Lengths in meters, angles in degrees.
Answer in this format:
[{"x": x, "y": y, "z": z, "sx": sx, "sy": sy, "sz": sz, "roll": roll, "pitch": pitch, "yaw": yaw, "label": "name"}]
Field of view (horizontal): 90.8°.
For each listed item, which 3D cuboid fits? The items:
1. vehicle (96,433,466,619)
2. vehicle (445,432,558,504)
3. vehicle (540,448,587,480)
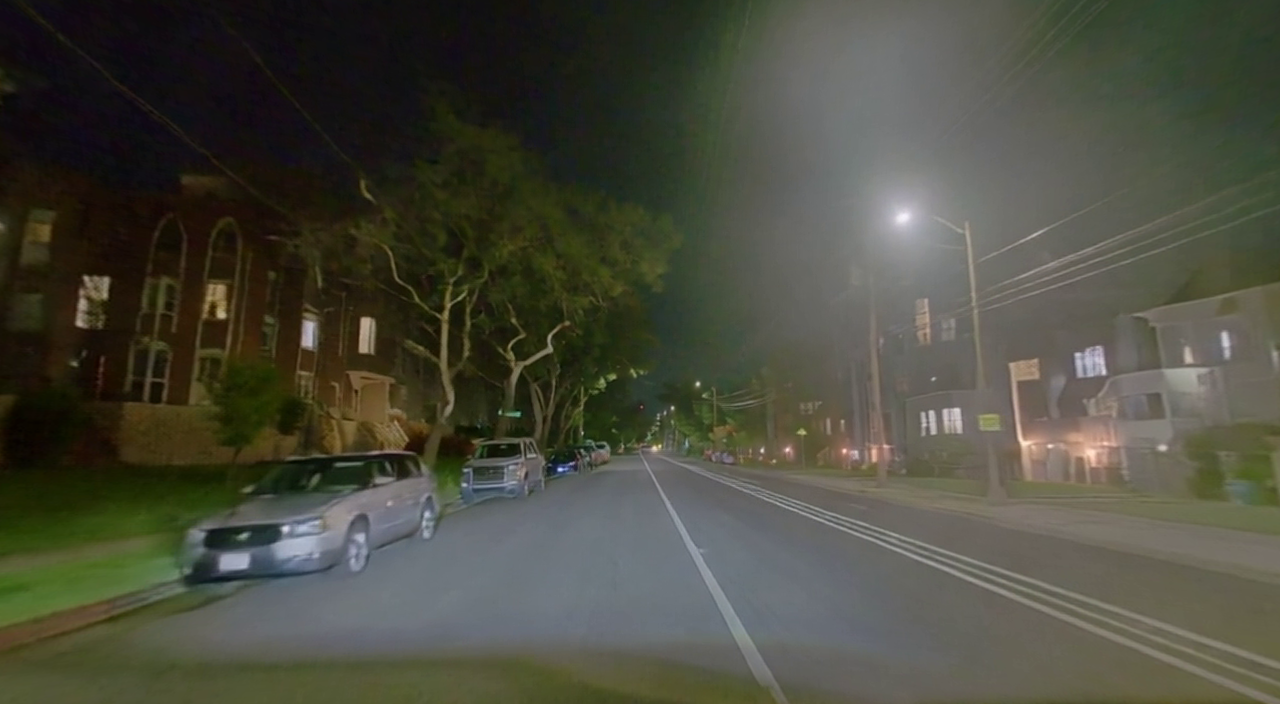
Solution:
[{"x": -3.708, "y": 1.830, "z": 7.783, "sx": 1.825, "sy": 1.542, "sz": 4.715, "roll": 0, "pitch": -8, "yaw": -1, "label": "vehicle"}, {"x": -4.055, "y": 3.520, "z": 19.681, "sx": 2.189, "sy": 1.887, "sz": 5.616, "roll": -1, "pitch": -9, "yaw": 1, "label": "vehicle"}, {"x": -4.021, "y": 6.016, "z": 34.114, "sx": 1.917, "sy": 1.516, "sz": 4.898, "roll": -2, "pitch": -9, "yaw": 0, "label": "vehicle"}]
